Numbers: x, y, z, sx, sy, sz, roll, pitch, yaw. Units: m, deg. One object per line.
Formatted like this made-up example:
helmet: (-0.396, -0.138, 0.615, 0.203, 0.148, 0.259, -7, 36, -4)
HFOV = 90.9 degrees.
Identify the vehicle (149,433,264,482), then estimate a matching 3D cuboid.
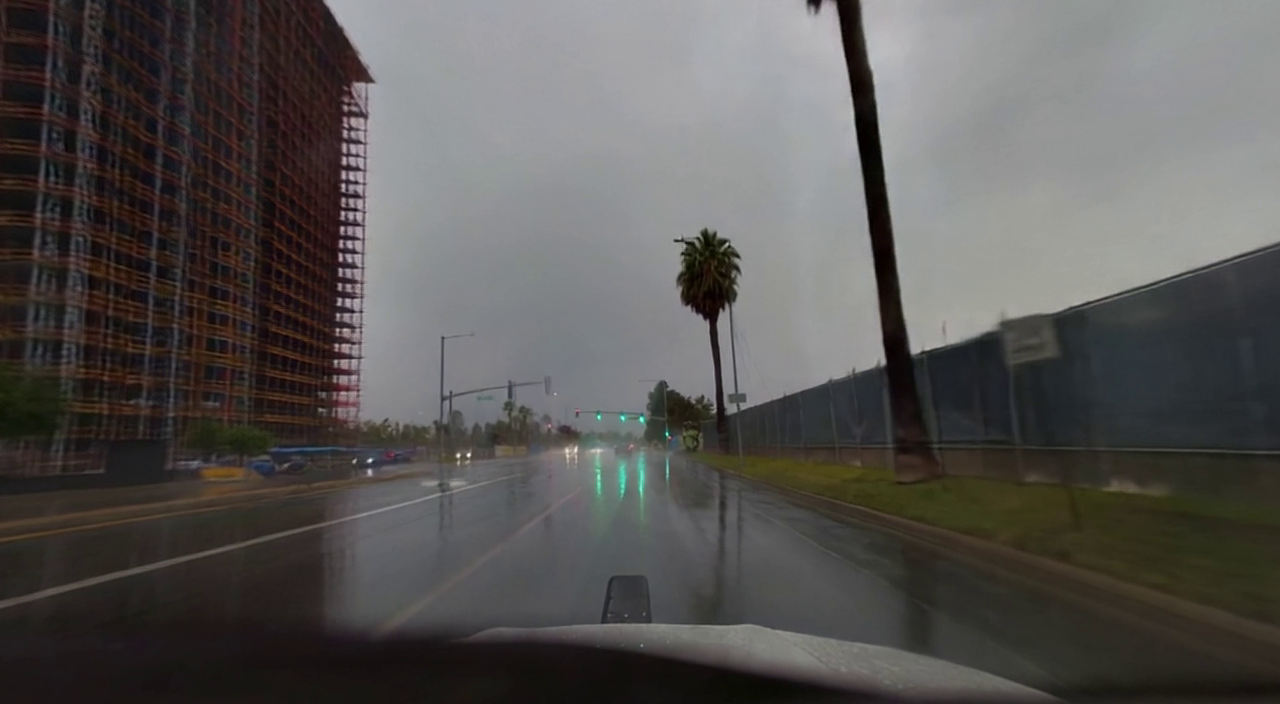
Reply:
vehicle: (-26.694, 6.430, 38.776, 6.454, 2.718, 3.175, -5, -10, 30)
